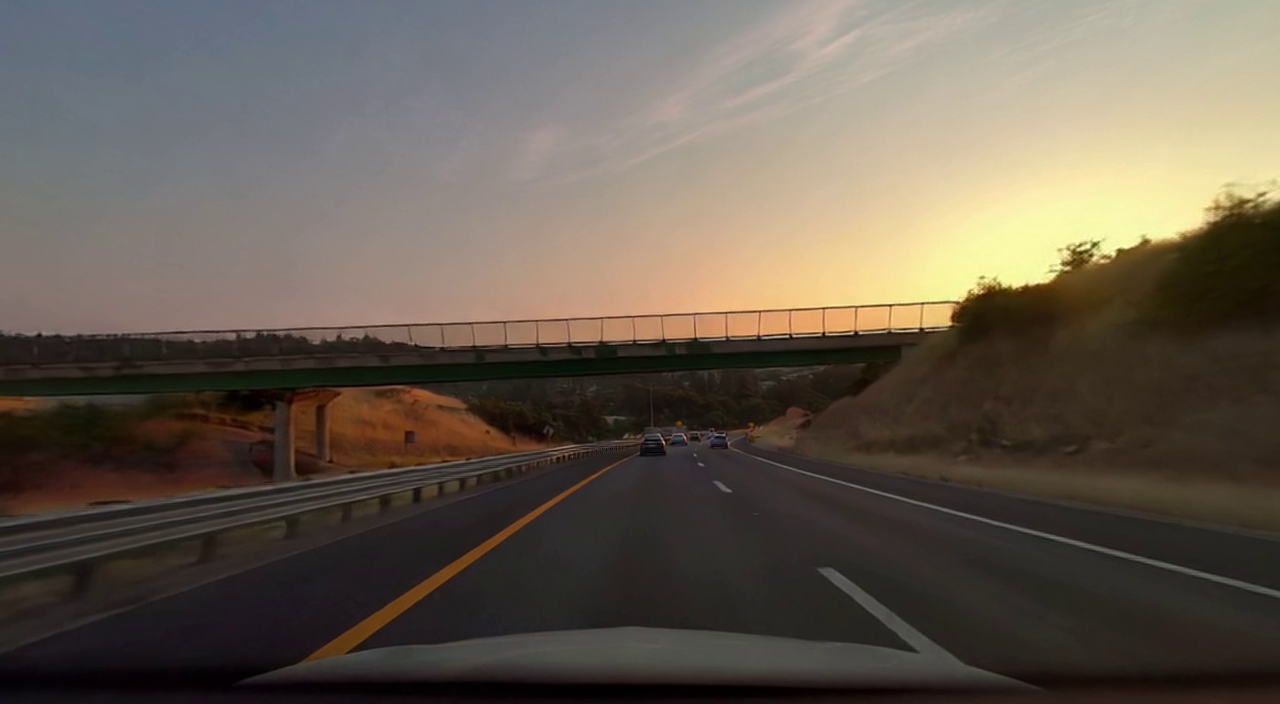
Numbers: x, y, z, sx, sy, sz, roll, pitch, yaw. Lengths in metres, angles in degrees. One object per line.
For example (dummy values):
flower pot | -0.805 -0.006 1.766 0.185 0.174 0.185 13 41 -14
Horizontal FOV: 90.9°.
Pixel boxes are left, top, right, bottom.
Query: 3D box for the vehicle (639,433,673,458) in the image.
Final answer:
vehicle | 1.083 6.026 40.693 1.993 1.461 3.812 -1 -8 4
